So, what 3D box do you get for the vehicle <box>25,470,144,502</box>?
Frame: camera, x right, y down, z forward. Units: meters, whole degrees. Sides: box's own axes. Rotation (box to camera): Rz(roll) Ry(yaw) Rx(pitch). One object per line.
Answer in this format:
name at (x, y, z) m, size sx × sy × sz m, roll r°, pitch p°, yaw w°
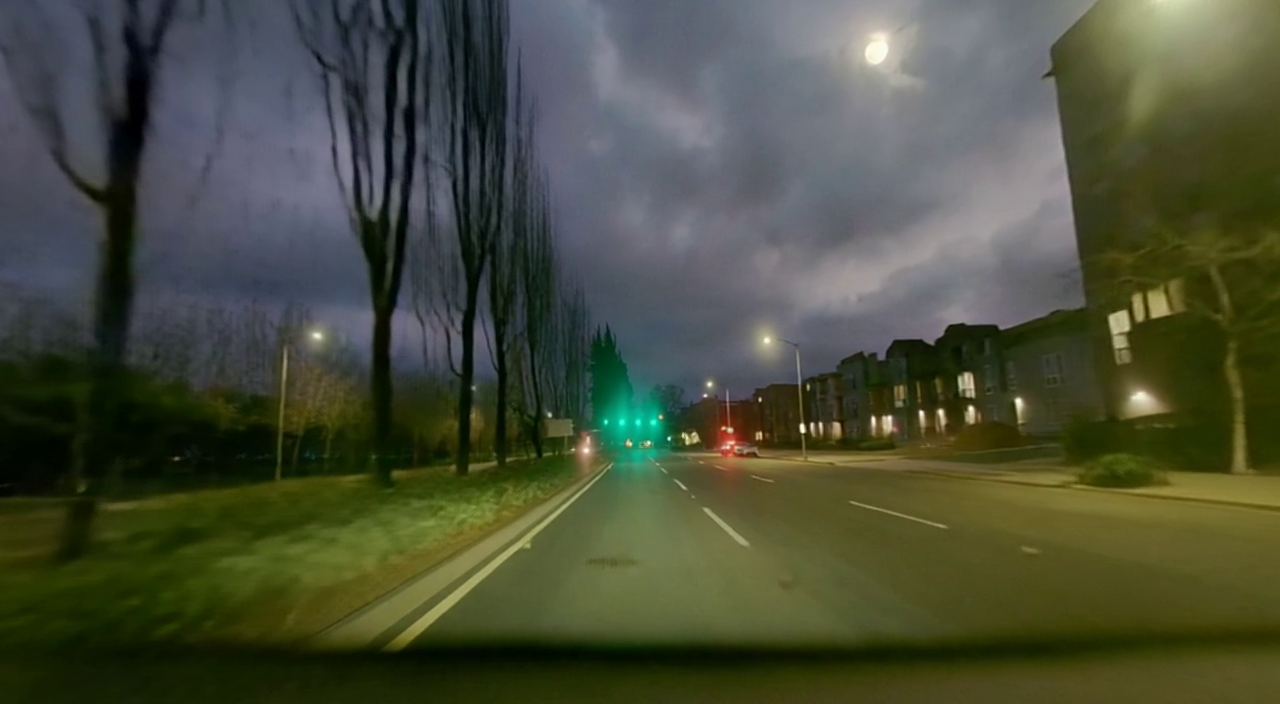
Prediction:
vehicle at (-32.359, 7.802, 37.046) m, size 1.807 × 1.568 × 4.997 m, roll -3°, pitch -9°, yaw 12°
